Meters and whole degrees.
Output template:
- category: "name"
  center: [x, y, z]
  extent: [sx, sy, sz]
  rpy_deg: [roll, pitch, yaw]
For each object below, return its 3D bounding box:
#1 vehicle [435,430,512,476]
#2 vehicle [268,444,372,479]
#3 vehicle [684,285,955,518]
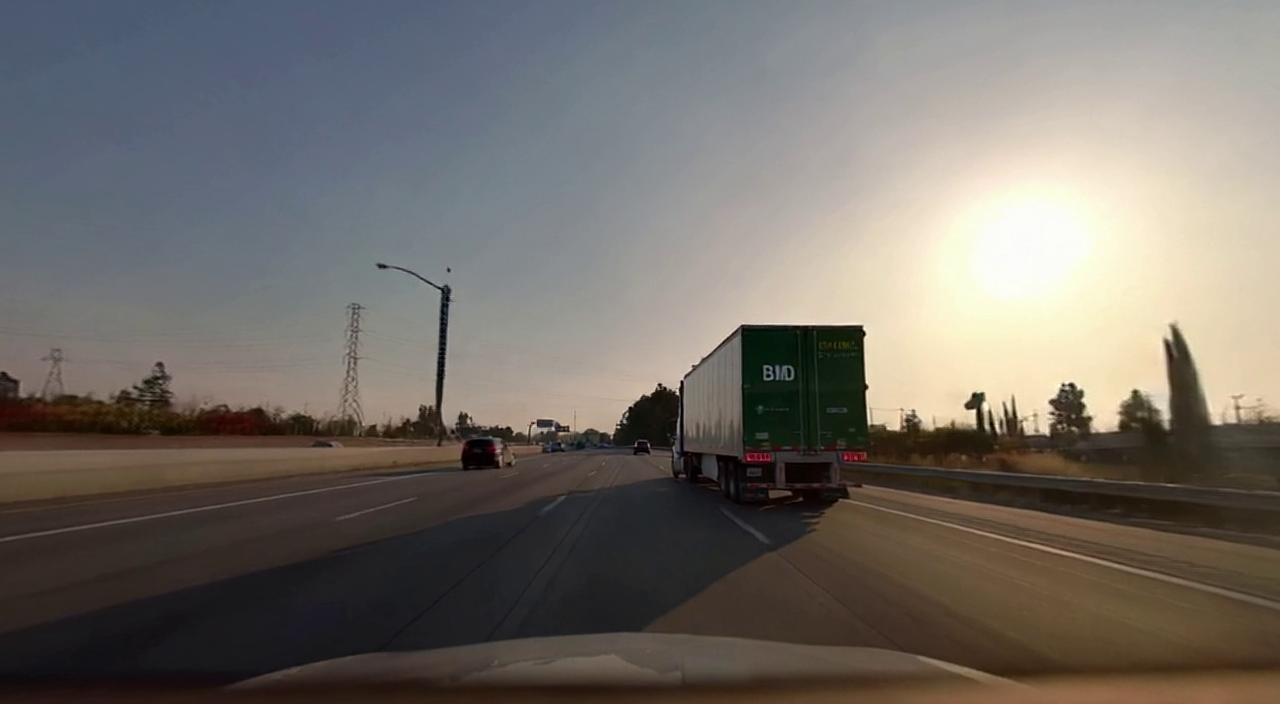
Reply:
- category: "vehicle"
  center: [-7.451, 4.580, 28.885]
  extent: [2.100, 1.905, 5.119]
  rpy_deg: [0, -8, 0]
- category: "vehicle"
  center: [-14.000, 4.795, 28.040]
  extent: [2.067, 1.398, 4.863]
  rpy_deg: [0, -8, 0]
- category: "vehicle"
  center: [3.524, 1.885, 18.191]
  extent: [2.891, 3.944, 15.051]
  rpy_deg: [0, -8, -2]
